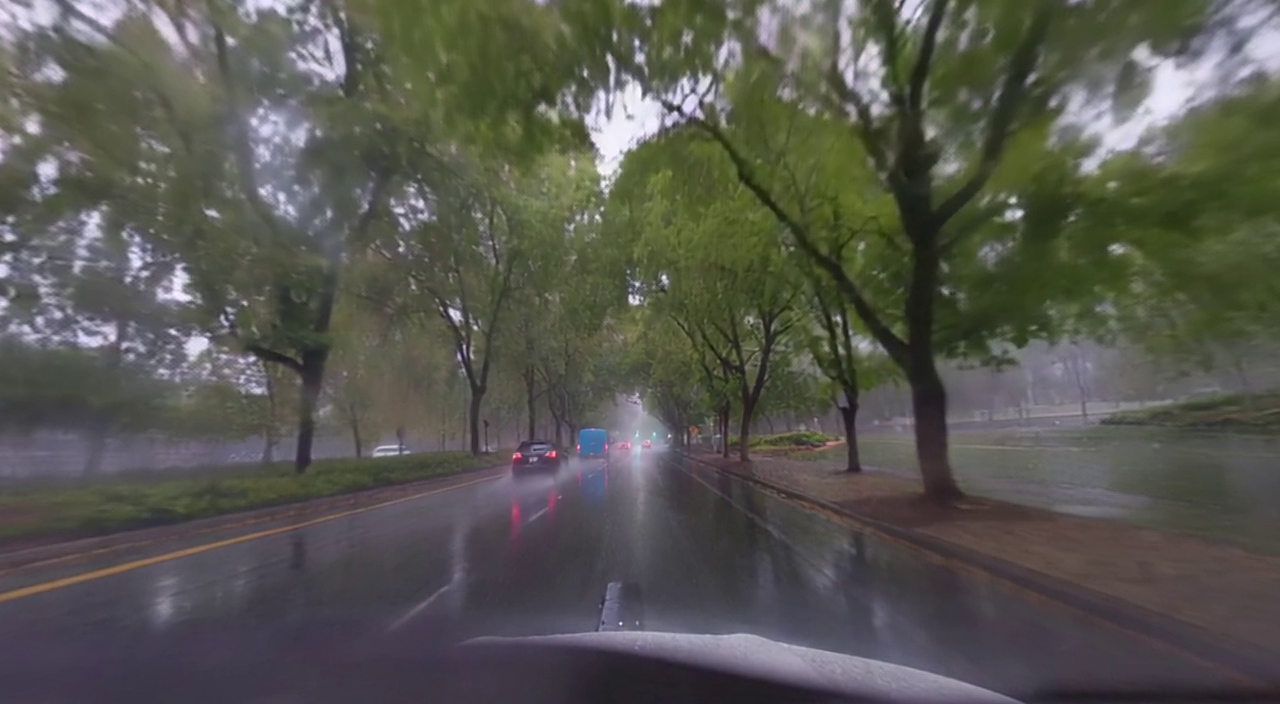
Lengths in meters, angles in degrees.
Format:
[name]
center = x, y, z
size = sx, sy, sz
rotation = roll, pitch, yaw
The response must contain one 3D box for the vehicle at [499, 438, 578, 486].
[vehicle]
center = -3.409, 3.779, 21.983
size = 2.009, 1.473, 4.028
rotation = 0, -8, 1
